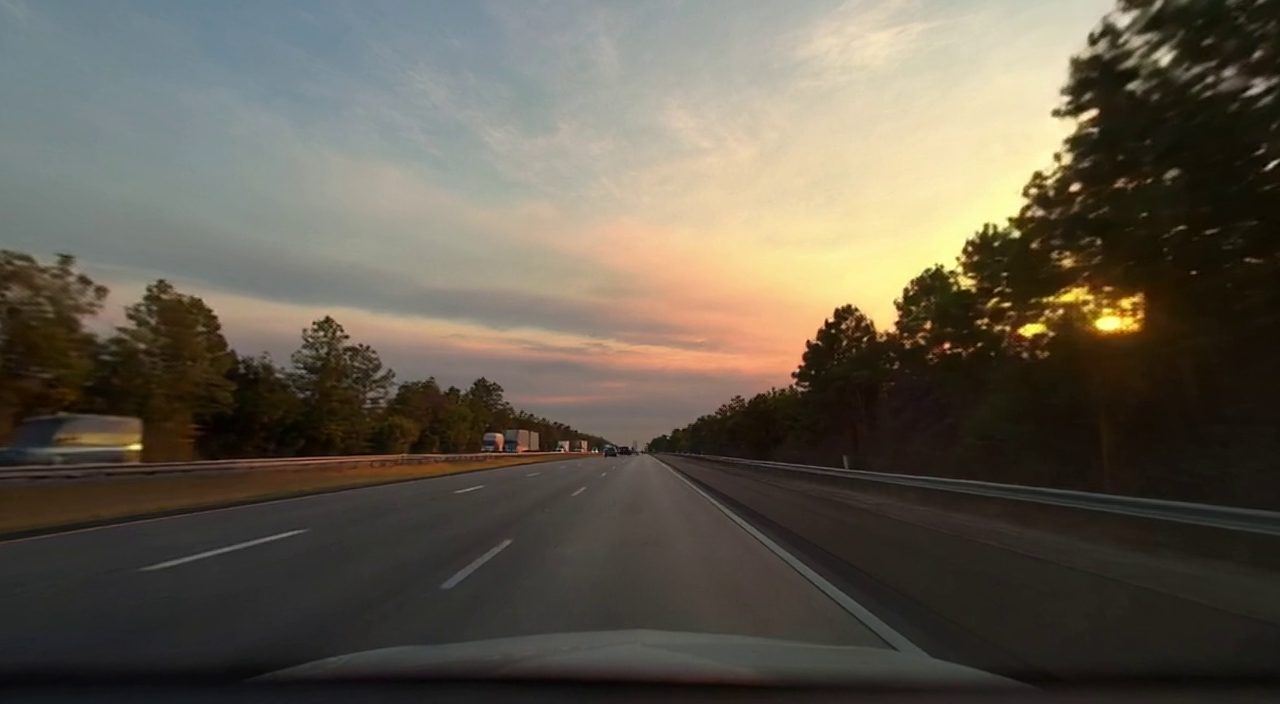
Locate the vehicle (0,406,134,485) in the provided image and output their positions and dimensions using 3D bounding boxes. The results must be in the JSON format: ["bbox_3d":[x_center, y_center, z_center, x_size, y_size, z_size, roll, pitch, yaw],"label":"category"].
[{"bbox_3d":[-19.030,2.913,19.550,2.371,2.191,5.138,0,-9,0],"label":"vehicle"}]
